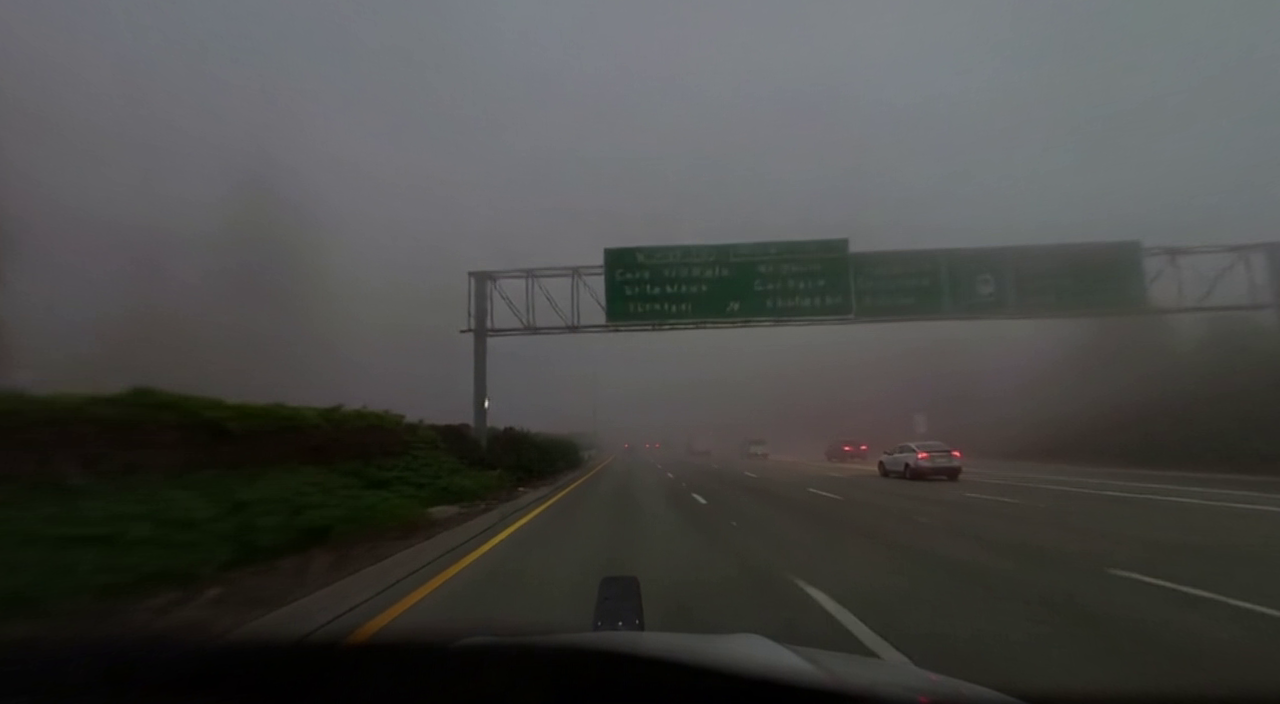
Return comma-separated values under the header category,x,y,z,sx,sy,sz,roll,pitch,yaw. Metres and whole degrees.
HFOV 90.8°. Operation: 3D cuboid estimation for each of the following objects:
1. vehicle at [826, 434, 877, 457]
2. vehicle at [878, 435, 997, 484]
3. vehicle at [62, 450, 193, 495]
category,x,y,z,sx,sy,sz,roll,pitch,yaw
vehicle,16.490,7.335,49.465,2.034,1.698,5.065,0,-9,-2
vehicle,9.526,3.474,20.663,1.836,1.418,4.132,0,-9,-1
vehicle,-19.145,4.482,23.855,1.741,1.495,3.853,0,-9,-2
